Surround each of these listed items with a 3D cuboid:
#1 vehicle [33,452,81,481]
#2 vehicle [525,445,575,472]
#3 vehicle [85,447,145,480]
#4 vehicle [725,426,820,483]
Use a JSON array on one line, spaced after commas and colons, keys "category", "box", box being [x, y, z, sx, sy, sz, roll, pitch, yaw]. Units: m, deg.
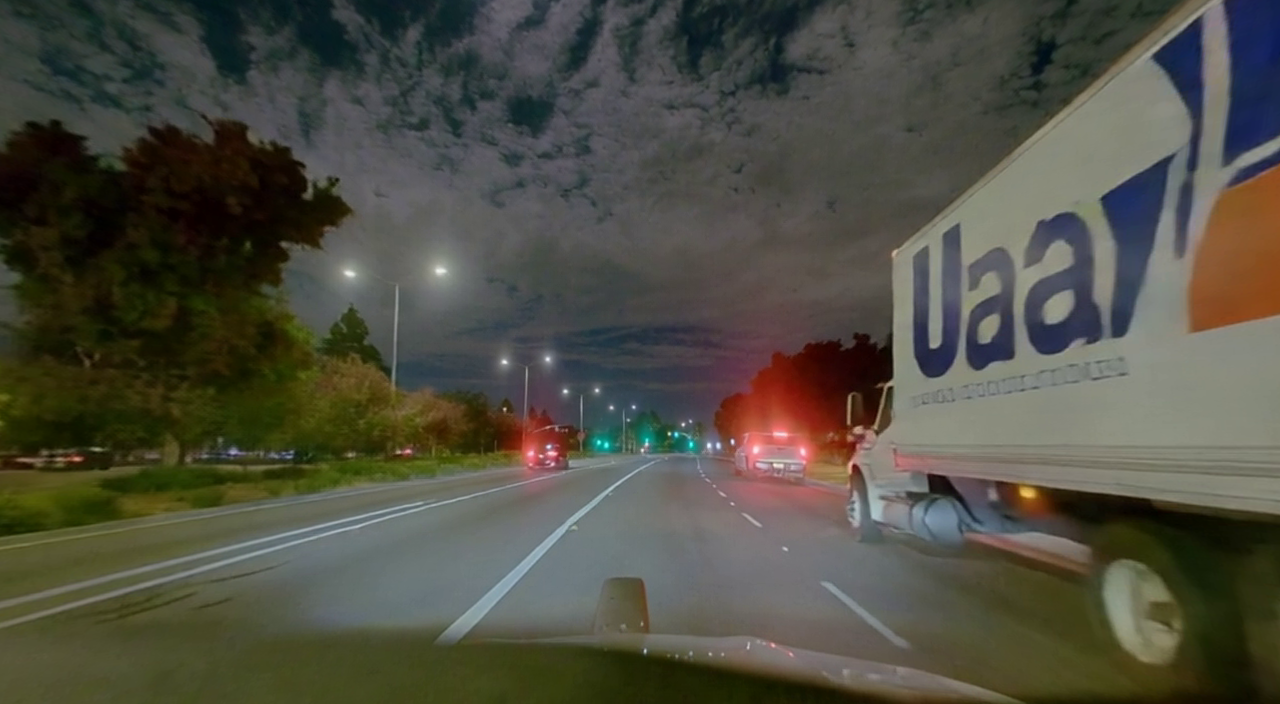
[{"category": "vehicle", "box": [-37.065, 7.210, 40.025, 1.989, 1.587, 4.182, 9, -11, -43]}, {"category": "vehicle", "box": [-5.175, 6.189, 36.909, 2.060, 1.473, 4.645, 0, -8, 2]}, {"category": "vehicle", "box": [-28.985, 6.080, 34.734, 2.118, 1.670, 4.487, 8, -12, -42]}, {"category": "vehicle", "box": [5.208, 4.181, 25.977, 2.695, 2.013, 6.661, 0, -8, 2]}]
